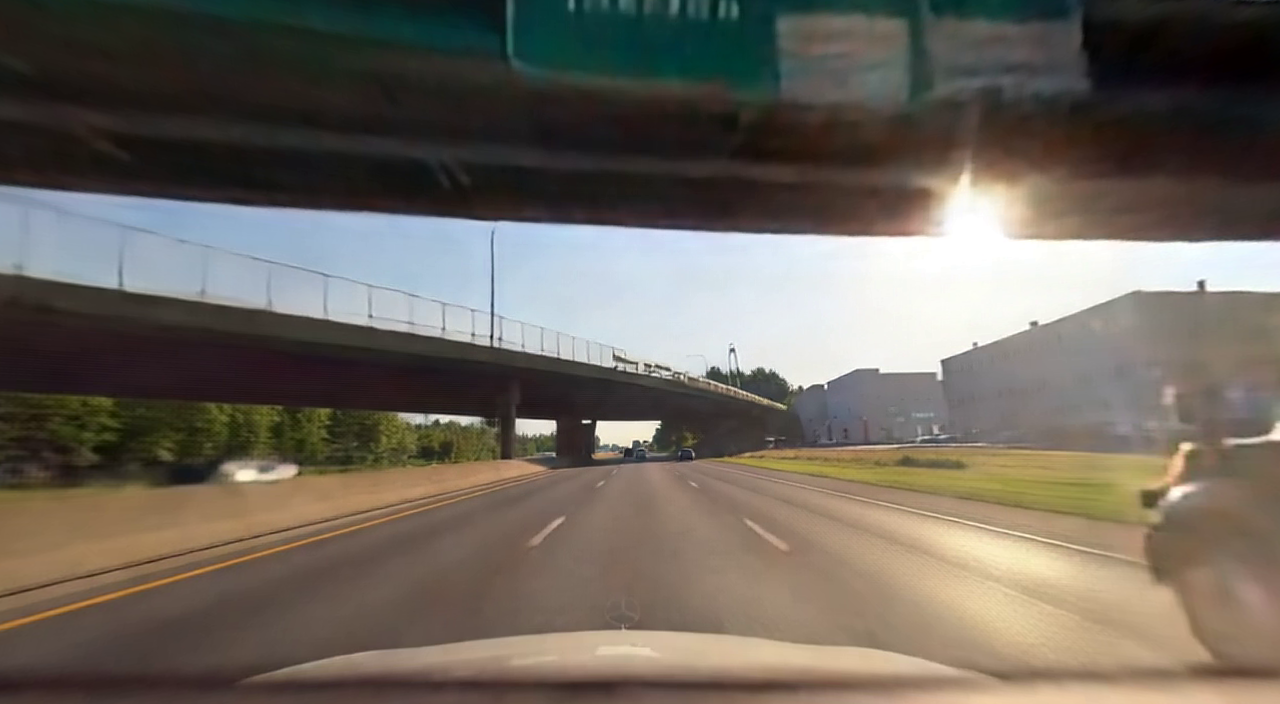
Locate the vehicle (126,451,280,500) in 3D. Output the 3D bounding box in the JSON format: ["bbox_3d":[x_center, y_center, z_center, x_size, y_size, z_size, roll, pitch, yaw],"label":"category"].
[{"bbox_3d":[-15.125,4.272,22.279,1.955,1.497,4.830,0,-9,0],"label":"vehicle"}]
